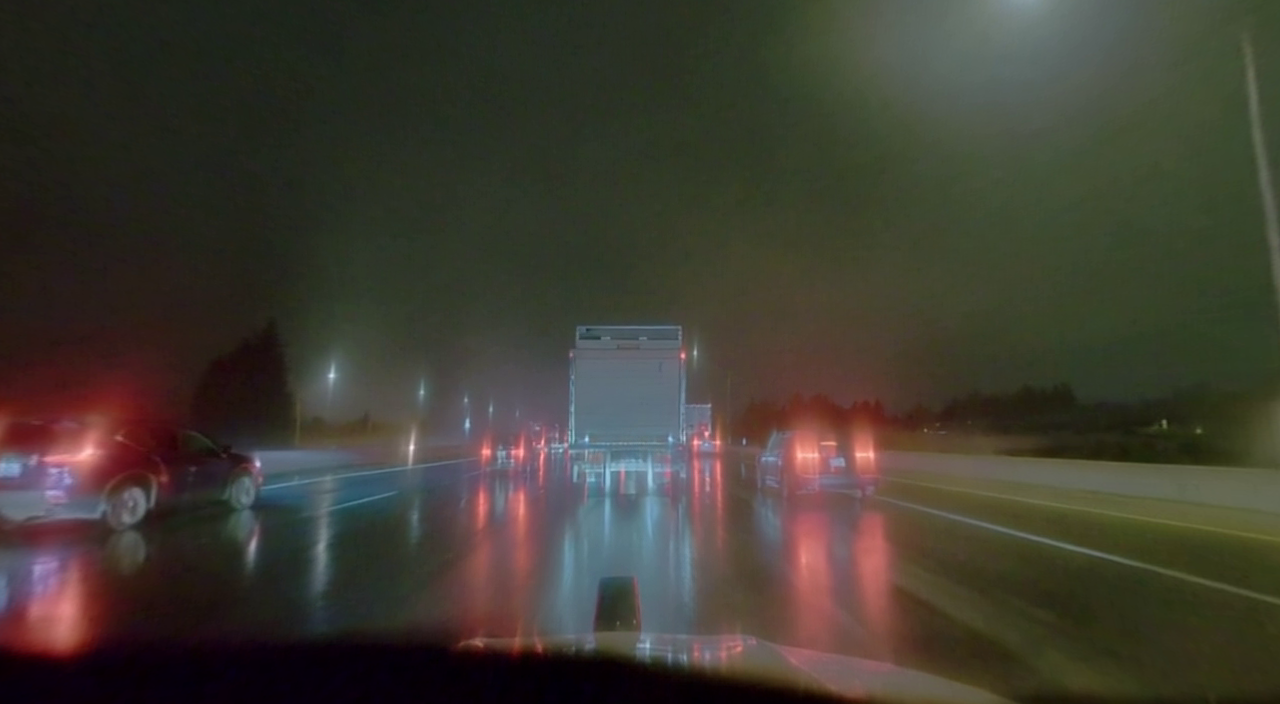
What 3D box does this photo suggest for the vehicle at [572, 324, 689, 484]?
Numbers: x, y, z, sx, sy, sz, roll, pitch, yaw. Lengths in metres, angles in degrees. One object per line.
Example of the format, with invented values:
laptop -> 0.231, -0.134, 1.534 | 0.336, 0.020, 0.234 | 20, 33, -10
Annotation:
vehicle -> -0.411, 1.950, 20.912 | 2.938, 4.033, 9.980 | 0, -8, -2

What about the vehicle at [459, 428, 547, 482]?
vehicle -> -4.122, 3.141, 19.478 | 1.882, 1.493, 3.828 | 0, -8, 0

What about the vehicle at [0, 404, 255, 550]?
vehicle -> -7.933, 1.704, 9.259 | 1.944, 1.653, 4.097 | 0, -8, -1

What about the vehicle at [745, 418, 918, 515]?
vehicle -> 3.414, 2.109, 12.141 | 1.945, 1.529, 4.129 | 0, -8, -1

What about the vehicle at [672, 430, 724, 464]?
vehicle -> 2.695, 4.532, 30.176 | 1.976, 1.513, 4.065 | 0, -8, -2
